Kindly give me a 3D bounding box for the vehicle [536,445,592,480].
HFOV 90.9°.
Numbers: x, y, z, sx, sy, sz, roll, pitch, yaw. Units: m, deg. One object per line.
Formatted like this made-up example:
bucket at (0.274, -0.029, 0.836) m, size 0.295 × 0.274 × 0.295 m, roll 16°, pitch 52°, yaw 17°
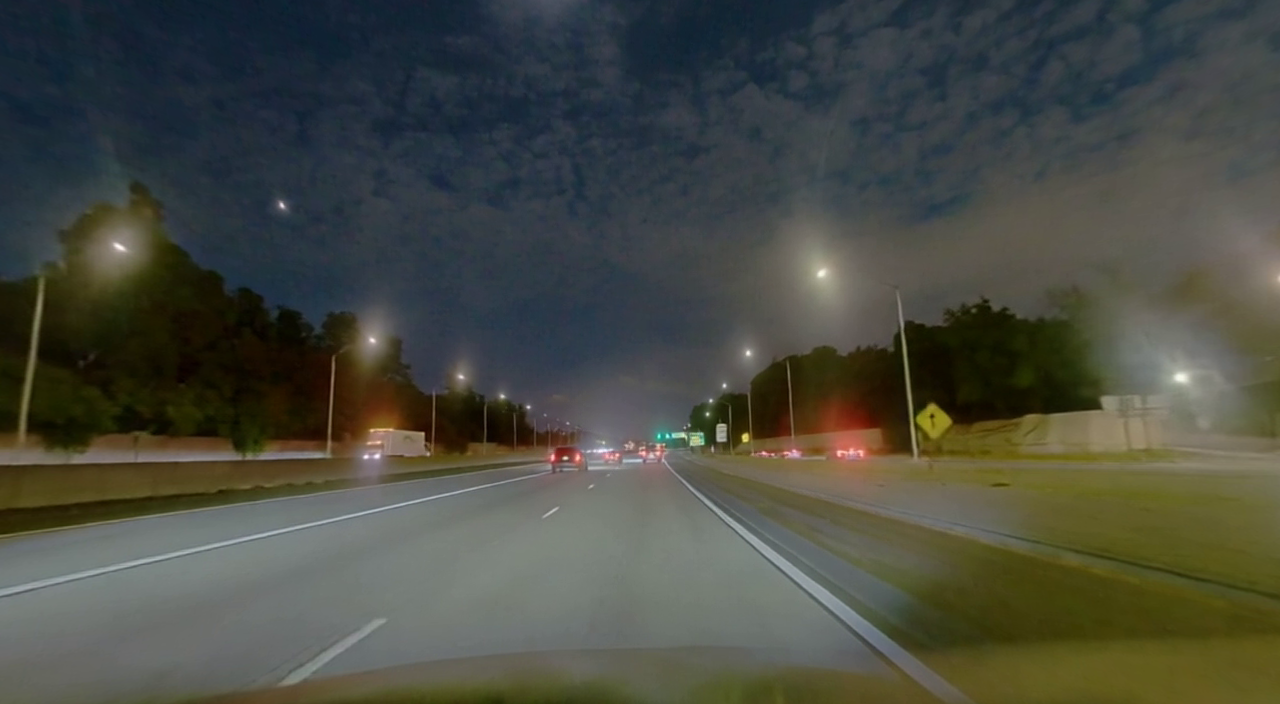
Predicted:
vehicle at (-3.820, 5.669, 32.616) m, size 2.263 × 1.696 × 4.321 m, roll 0°, pitch -9°, yaw 2°
